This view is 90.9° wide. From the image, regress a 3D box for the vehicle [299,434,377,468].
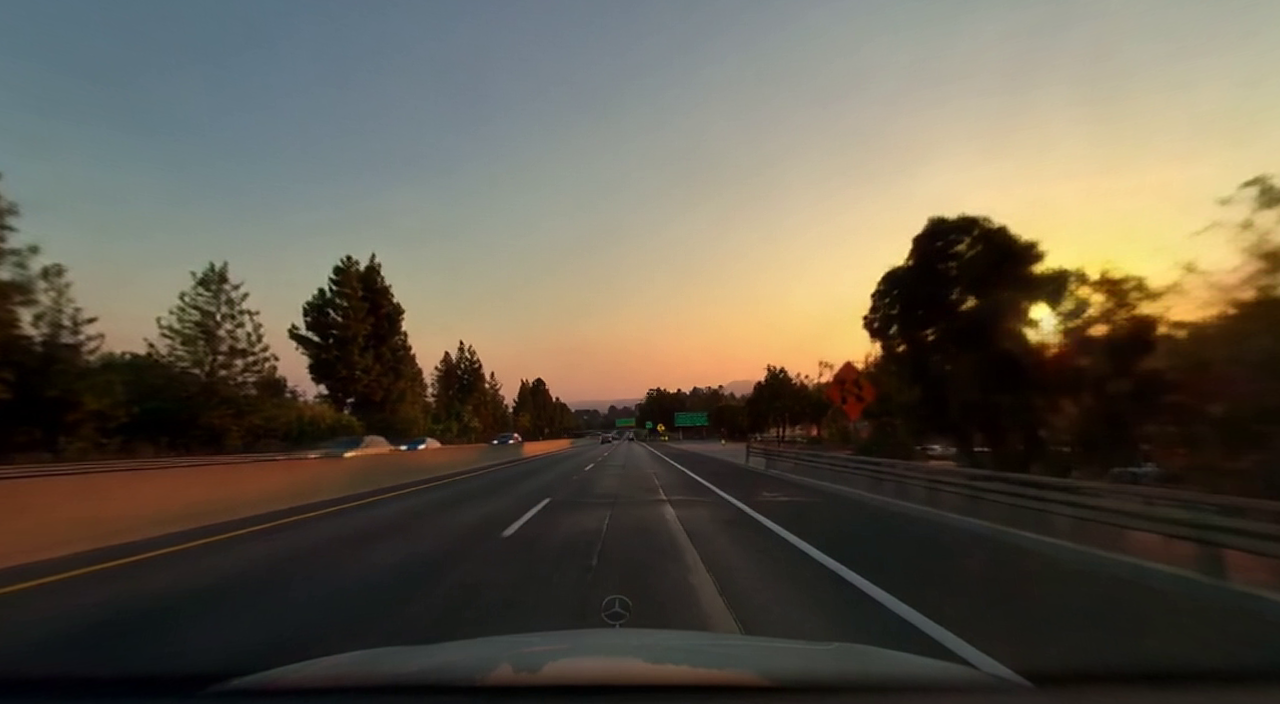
[{"bbox_3d":[-13.963,4.574,29.408,1.675,1.473,3.910,0,-8,0],"label":"vehicle"}]
